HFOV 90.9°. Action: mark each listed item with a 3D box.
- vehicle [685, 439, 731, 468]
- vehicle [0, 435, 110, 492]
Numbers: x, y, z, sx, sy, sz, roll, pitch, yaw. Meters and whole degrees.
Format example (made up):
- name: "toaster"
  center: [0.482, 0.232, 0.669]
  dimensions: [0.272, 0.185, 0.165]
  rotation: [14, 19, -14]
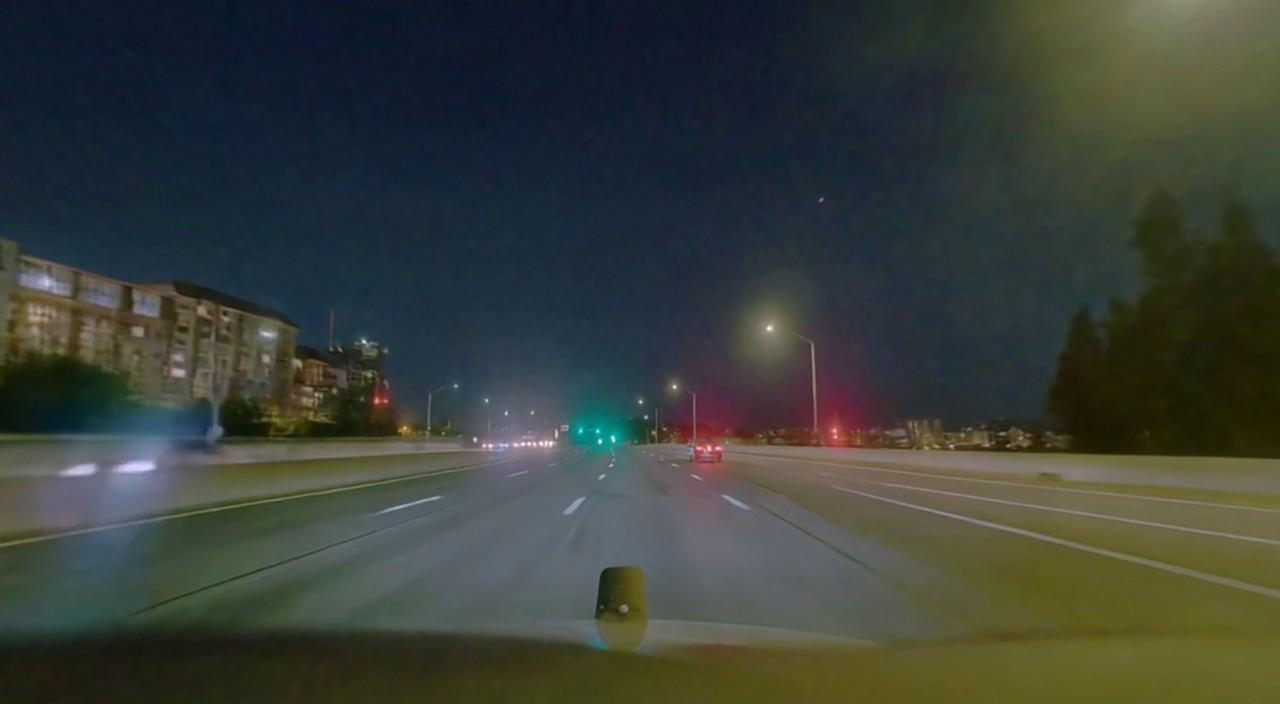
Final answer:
- name: "vehicle"
  center: [3.626, 5.529, 34.446]
  dimensions: [1.926, 1.477, 4.025]
  rotation: [0, -8, -2]
- name: "vehicle"
  center: [-19.504, 3.453, 19.708]
  dimensions: [1.939, 1.625, 4.523]
  rotation: [0, -8, -1]
